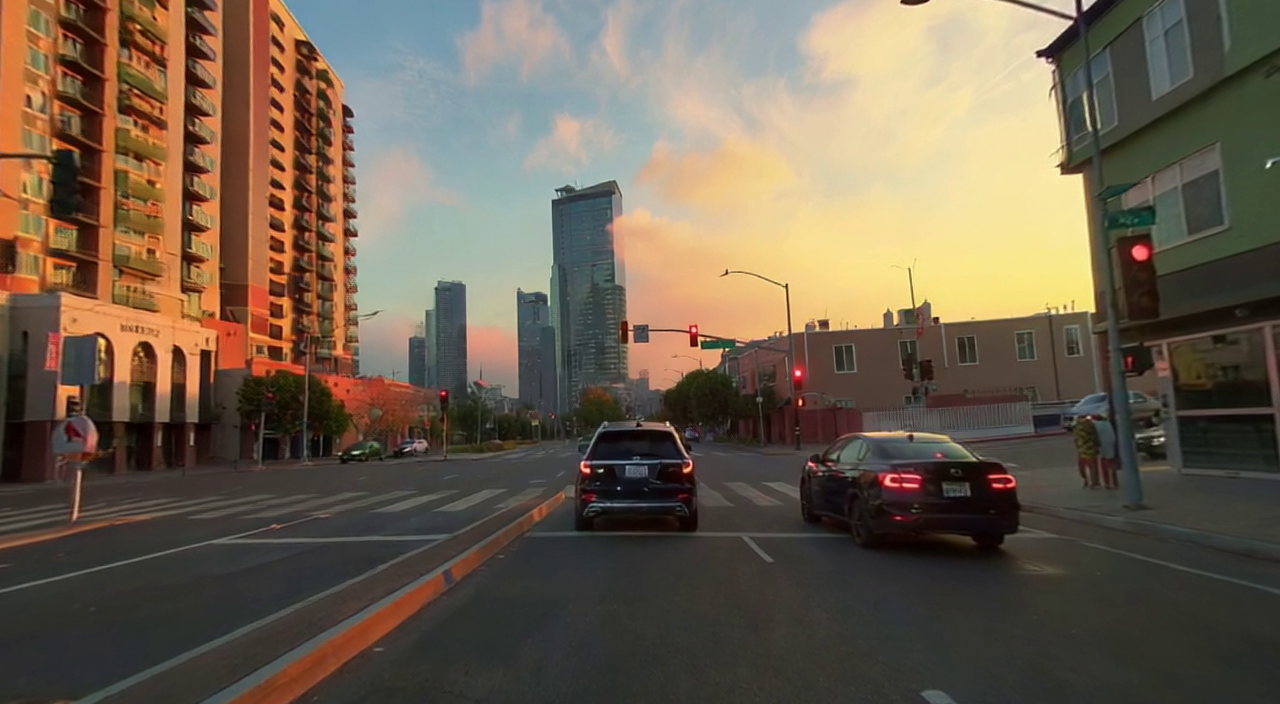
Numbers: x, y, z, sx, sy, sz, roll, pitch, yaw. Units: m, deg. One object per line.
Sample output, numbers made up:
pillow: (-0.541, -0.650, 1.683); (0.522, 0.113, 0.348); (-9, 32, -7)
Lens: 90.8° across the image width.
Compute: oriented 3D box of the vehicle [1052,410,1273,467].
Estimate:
vehicle: (14.284, 2.408, 17.484); (4.354, 1.466, 1.863); (0, -9, 2)

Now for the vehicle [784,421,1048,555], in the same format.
vehicle: (3.716, 1.915, 9.616); (1.987, 1.538, 4.510); (0, -9, 0)

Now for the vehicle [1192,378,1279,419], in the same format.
vehicle: (26.675, 2.024, 27.057); (4.287, 1.639, 1.729); (0, -9, 1)

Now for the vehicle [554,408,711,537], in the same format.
vehicle: (-0.071, 1.979, 10.893); (2.168, 1.776, 4.135); (0, -9, 1)

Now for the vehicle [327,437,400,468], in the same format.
vehicle: (-16.466, 6.019, 37.874); (2.132, 1.710, 4.504); (-1, -9, 3)
